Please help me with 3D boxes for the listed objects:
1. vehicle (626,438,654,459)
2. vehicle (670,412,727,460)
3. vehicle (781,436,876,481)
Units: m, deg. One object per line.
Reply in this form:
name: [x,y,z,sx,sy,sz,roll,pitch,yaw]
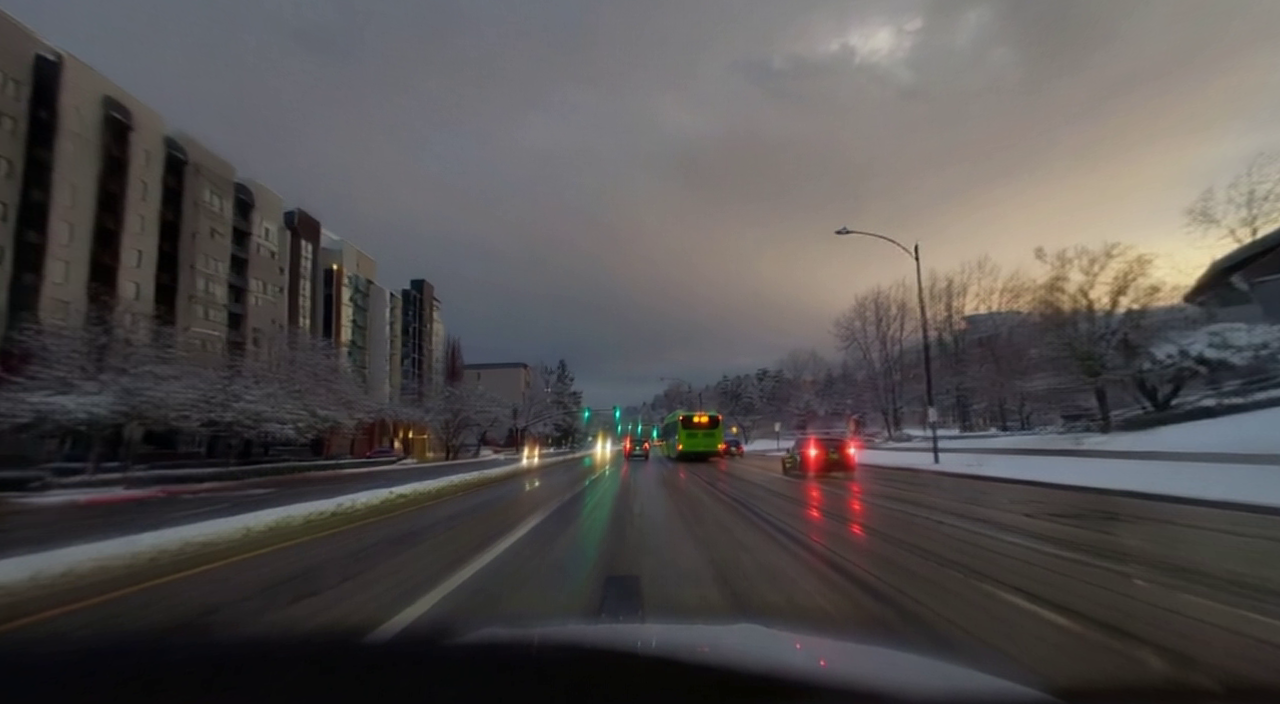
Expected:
vehicle: [-0.008,7.569,49.502,2.145,1.572,4.021,0,-9,0]
vehicle: [4.380,6.662,49.525,2.760,3.325,9.045,1,-9,-6]
vehicle: [6.706,3.838,22.997,1.992,1.447,4.414,0,-9,-1]
